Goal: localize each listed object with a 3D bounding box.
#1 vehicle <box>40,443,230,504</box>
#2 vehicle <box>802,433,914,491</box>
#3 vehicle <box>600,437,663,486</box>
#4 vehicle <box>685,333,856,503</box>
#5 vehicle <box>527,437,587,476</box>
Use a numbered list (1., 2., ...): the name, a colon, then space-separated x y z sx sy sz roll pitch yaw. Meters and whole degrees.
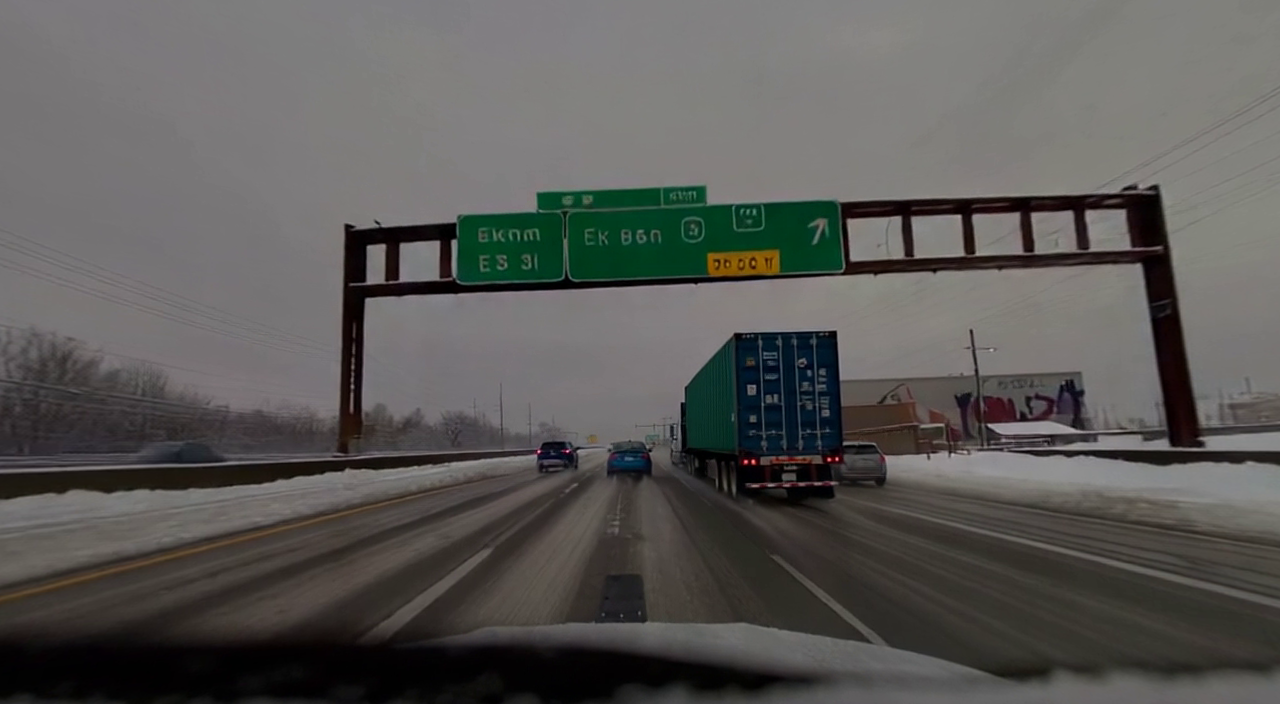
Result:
1. vehicle: -14.072 3.382 18.035 1.959 1.487 4.293 0 -9 -2
2. vehicle: 7.241 3.699 21.574 2.202 1.731 4.628 0 -9 0
3. vehicle: -0.326 4.133 24.171 2.191 1.685 4.015 0 -9 0
4. vehicle: 3.538 2.521 21.541 2.800 4.039 13.179 0 -9 -1
5. vehicle: -4.052 5.207 31.617 2.264 1.804 4.584 0 -9 1
